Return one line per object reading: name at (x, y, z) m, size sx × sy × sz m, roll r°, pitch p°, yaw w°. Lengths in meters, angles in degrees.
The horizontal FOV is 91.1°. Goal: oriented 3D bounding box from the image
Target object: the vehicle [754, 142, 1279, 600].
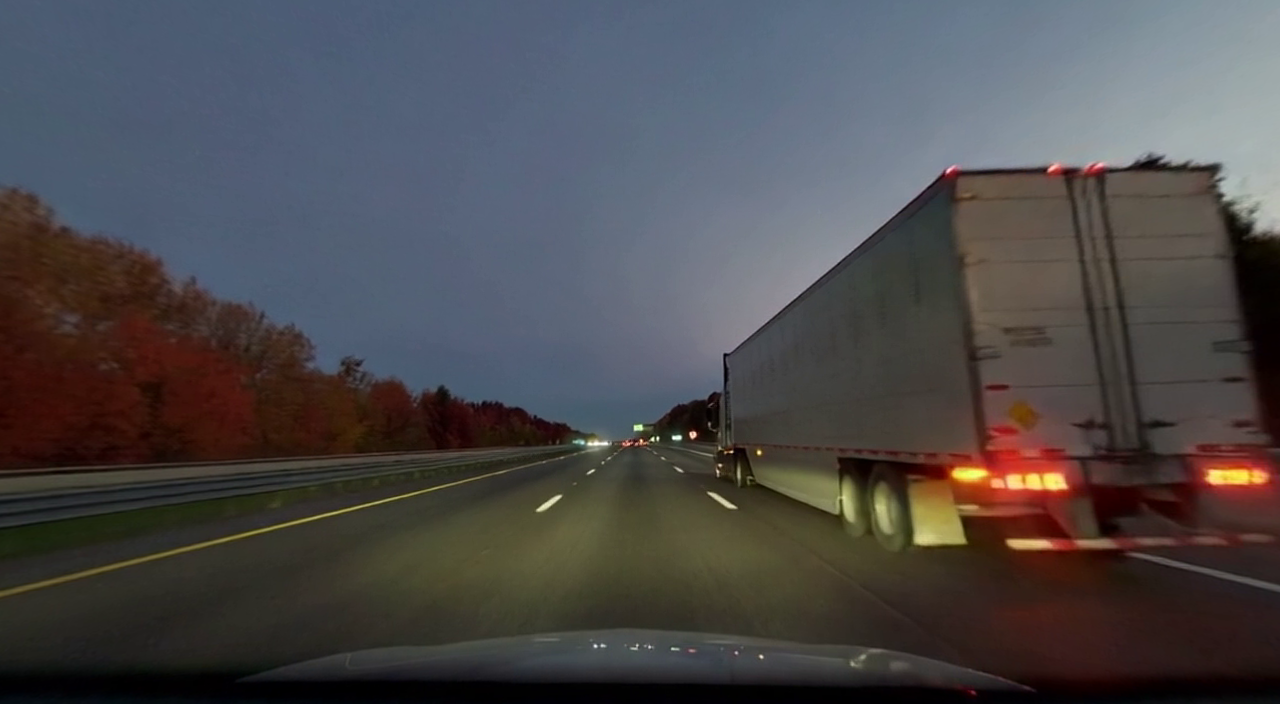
vehicle at (4.357, 0.674, 9.676) m, size 3.348 × 3.847 × 8.908 m, roll 0°, pitch -8°, yaw -1°
